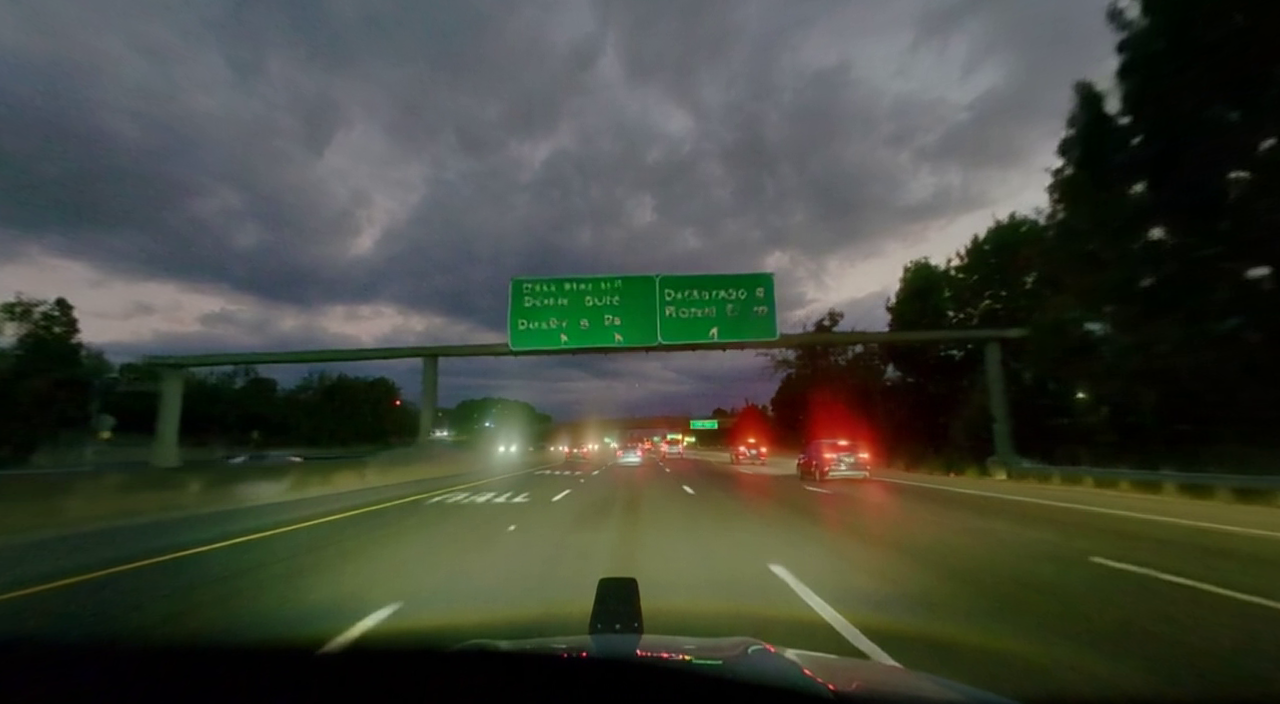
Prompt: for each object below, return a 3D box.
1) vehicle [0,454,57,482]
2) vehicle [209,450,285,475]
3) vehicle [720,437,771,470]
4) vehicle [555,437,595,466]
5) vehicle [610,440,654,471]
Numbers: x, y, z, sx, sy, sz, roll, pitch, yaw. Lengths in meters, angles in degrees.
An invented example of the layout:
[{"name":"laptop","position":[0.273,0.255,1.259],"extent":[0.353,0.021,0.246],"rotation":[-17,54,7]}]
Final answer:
[{"name":"vehicle","position":[-43.427,8.046,43.980],"extent":[2.025,1.761,4.758],"rotation":[2,-9,-15]},{"name":"vehicle","position":[-24.972,6.994,40.355],"extent":[1.844,1.474,4.668],"rotation":[0,-8,0]},{"name":"vehicle","position":[5.514,5.350,33.461],"extent":[1.936,1.625,3.991],"rotation":[0,-8,-1]},{"name":"vehicle","position":[-4.258,6.572,41.899],"extent":[2.113,1.756,4.471],"rotation":[0,-8,1]},{"name":"vehicle","position":[-0.399,5.274,32.390],"extent":[2.075,1.486,4.007],"rotation":[0,-8,0]}]
